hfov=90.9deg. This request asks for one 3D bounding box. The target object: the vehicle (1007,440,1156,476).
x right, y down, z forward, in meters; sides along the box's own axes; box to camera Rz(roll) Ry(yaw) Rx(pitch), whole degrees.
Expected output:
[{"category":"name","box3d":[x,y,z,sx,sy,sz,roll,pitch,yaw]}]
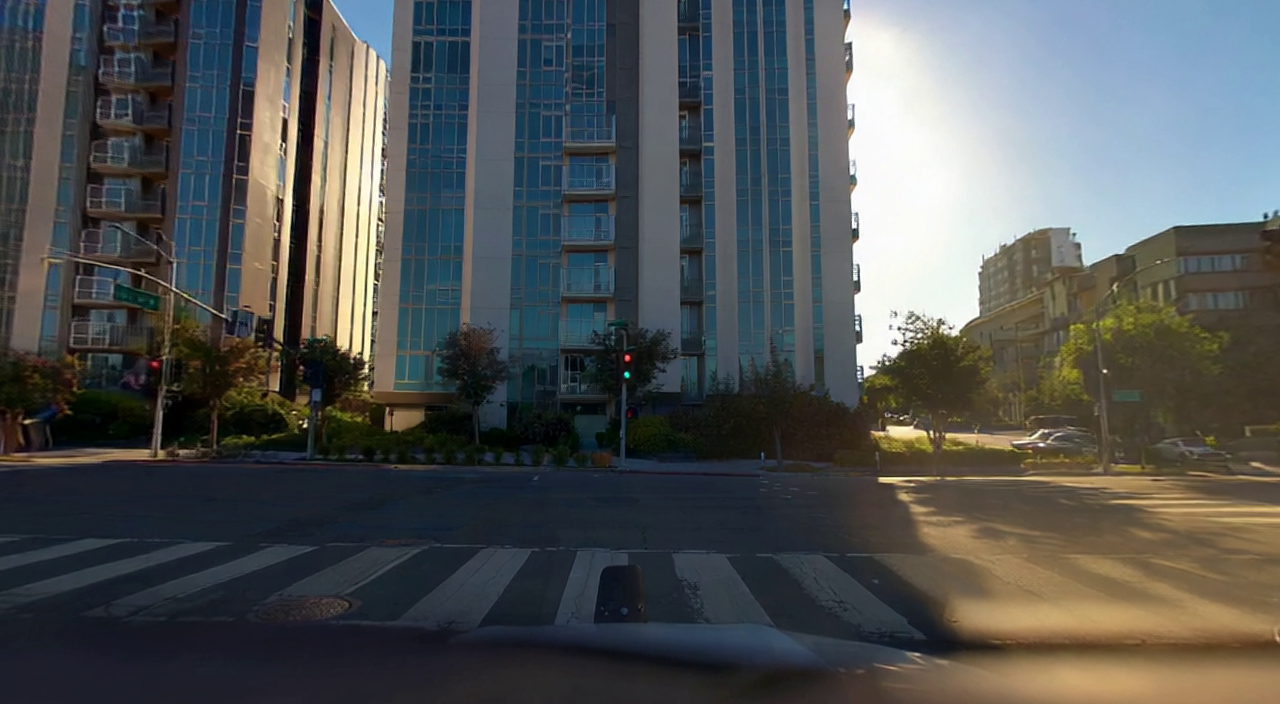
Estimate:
[{"category":"vehicle","box3d":[18.580,4.463,26.687,4.823,1.458,1.914,0,-9,-1]}]
